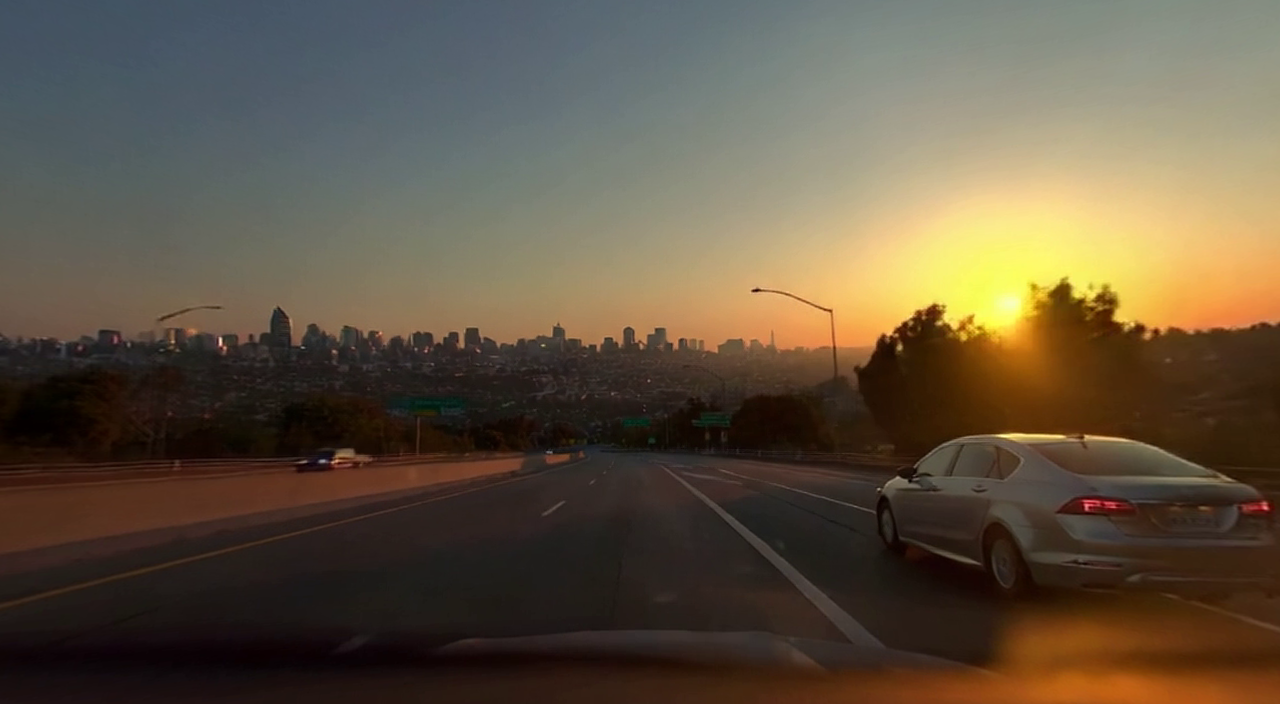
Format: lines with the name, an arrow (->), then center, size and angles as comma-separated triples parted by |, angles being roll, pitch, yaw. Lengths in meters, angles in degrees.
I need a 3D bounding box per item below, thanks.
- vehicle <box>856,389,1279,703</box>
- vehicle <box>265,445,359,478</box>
vehicle -> 3.677, 1.297, 5.172 | 2.104, 1.575, 4.698 | 0, -9, -1
vehicle -> -24.050, 8.022, 46.739 | 2.931, 2.148, 7.601 | 0, -9, -1
